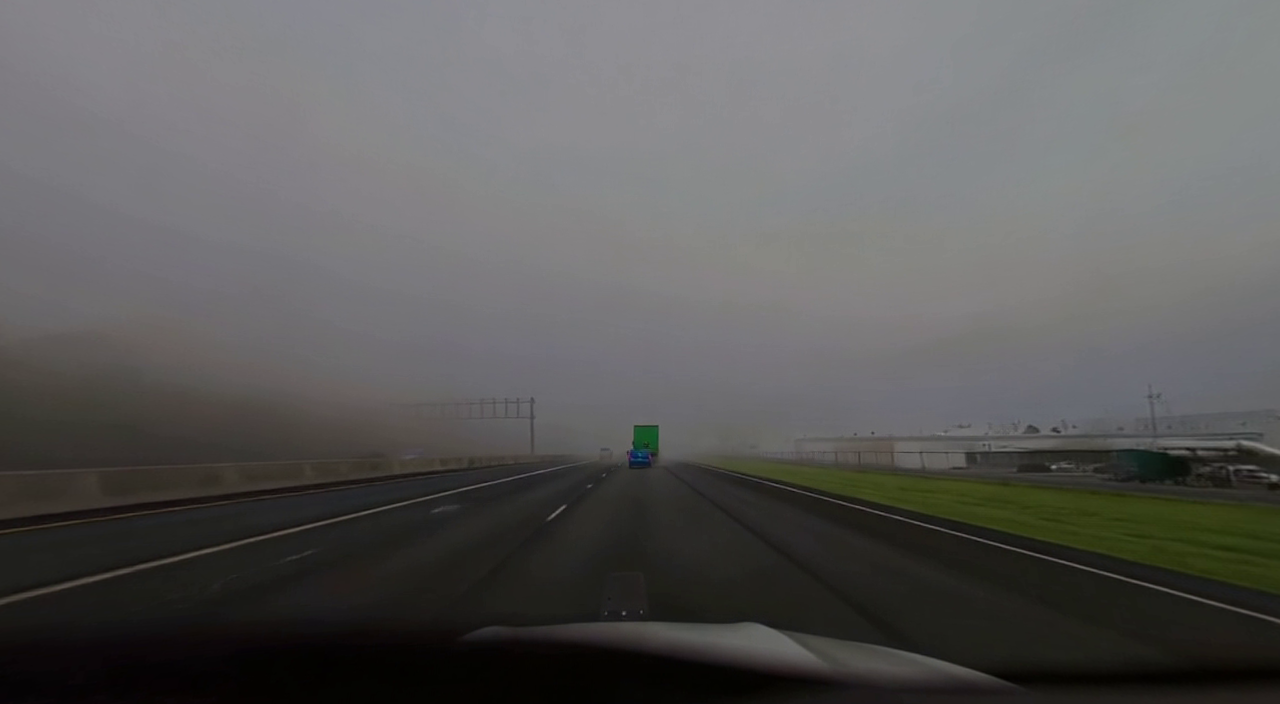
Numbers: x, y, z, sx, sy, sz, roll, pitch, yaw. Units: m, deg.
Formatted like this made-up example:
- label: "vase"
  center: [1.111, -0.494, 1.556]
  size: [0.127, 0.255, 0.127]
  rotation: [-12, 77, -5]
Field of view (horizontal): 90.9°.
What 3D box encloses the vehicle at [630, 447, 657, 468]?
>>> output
- label: "vehicle"
  center: [0.290, 8.320, 49.643]
  size: [2.094, 1.559, 3.945]
  rotation: [-1, -9, 1]
